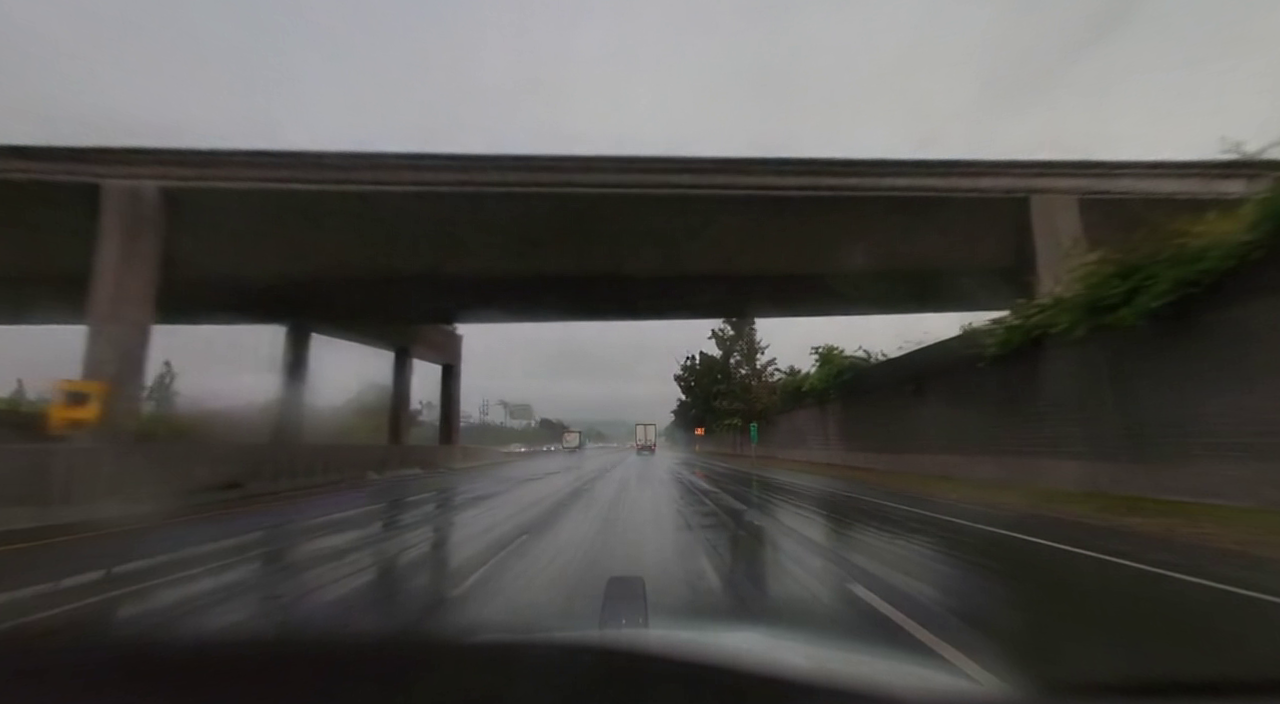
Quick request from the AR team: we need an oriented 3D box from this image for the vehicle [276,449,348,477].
[{"bbox_3d":[-19.950,6.733,38.591,1.907,1.557,4.488,0,-8,1],"label":"vehicle"}]
